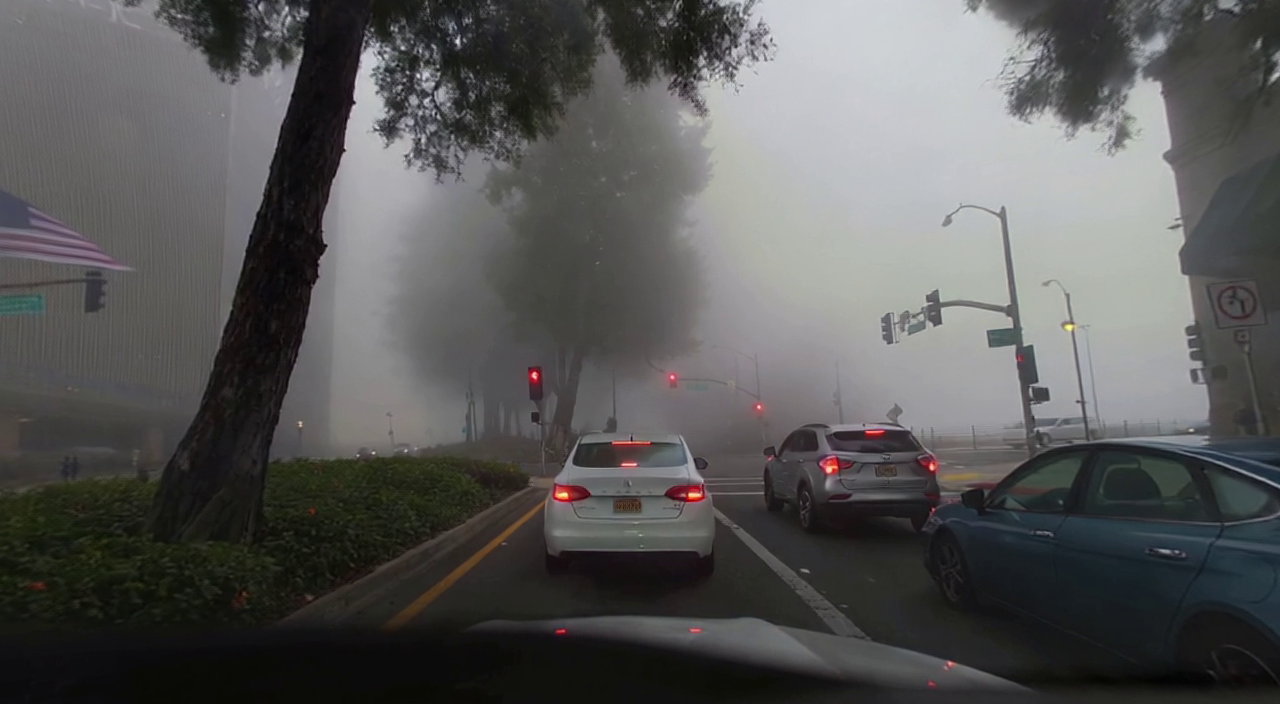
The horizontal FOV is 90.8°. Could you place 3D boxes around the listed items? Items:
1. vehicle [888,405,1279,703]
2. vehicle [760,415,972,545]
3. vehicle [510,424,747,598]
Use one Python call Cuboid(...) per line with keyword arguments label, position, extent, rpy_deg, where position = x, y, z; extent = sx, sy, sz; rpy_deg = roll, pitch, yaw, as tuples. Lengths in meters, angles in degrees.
Cuboid(label="vehicle", position=(3.380, 1.177, 4.007), extent=(1.833, 1.465, 4.258), rpy_deg=(0, -8, -1))
Cuboid(label="vehicle", position=(3.509, 2.084, 10.935), extent=(1.978, 1.738, 4.599), rpy_deg=(0, -8, 1))
Cuboid(label="vehicle", position=(-0.108, 1.699, 7.558), extent=(2.096, 1.521, 3.747), rpy_deg=(0, -8, 0))
